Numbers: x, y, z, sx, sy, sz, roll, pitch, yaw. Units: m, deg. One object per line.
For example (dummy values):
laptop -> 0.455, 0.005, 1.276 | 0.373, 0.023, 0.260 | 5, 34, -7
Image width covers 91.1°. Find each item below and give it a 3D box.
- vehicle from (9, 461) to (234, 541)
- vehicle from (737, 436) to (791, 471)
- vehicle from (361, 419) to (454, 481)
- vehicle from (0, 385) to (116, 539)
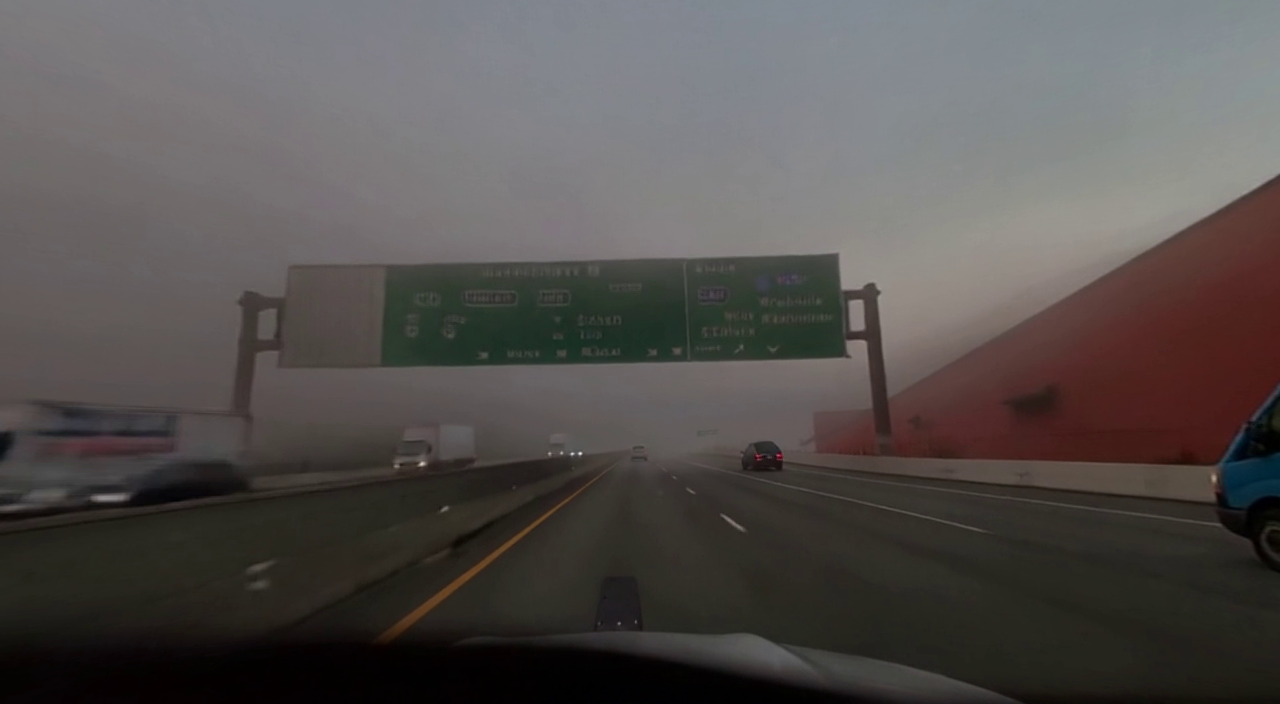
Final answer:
vehicle -> -11.281, 3.210, 14.112 | 1.741, 1.447, 3.839 | 0, -9, 0
vehicle -> 7.384, 6.145, 38.084 | 2.156, 1.943, 5.010 | 0, -9, -1
vehicle -> -16.292, 6.988, 45.001 | 2.966, 3.933, 9.734 | 0, -9, 0
vehicle -> -15.855, 2.478, 14.169 | 2.894, 3.430, 5.832 | 0, -9, -1
